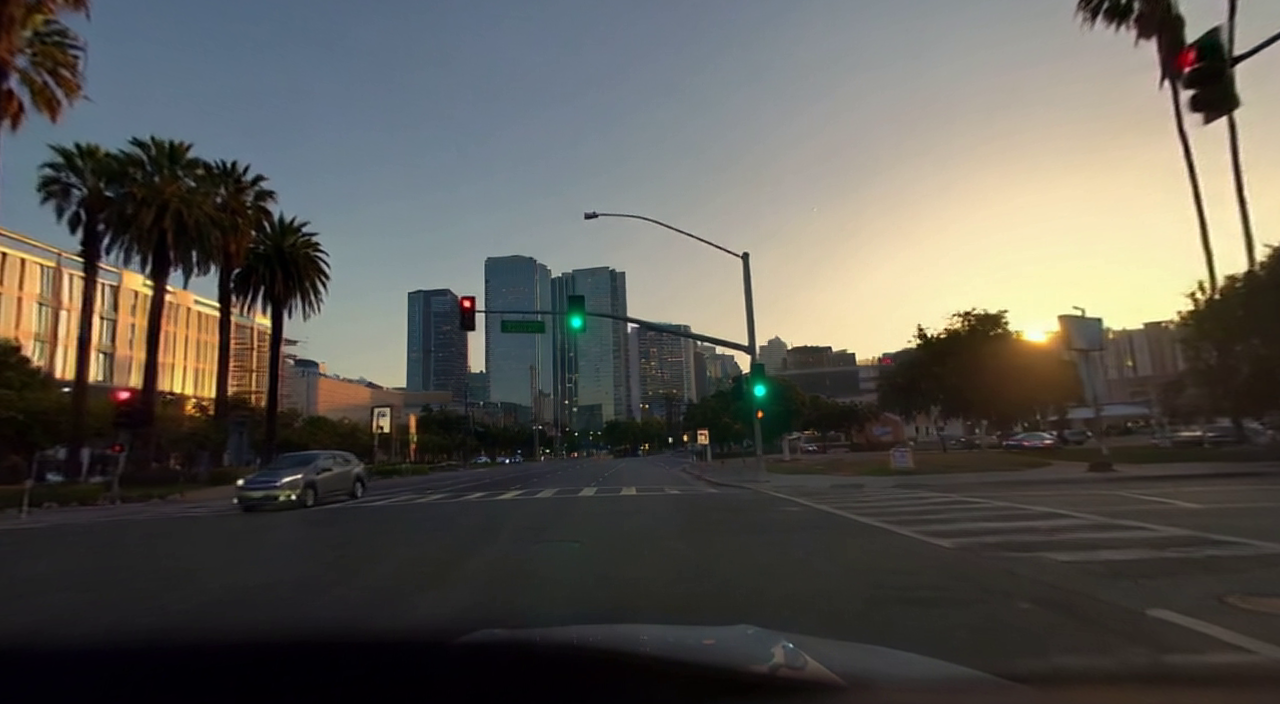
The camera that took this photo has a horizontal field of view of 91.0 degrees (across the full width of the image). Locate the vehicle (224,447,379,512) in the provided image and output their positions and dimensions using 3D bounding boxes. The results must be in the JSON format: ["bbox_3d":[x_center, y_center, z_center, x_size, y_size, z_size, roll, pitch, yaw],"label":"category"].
[{"bbox_3d":[-10.727,4.017,20.504,2.270,1.833,4.860,0,-9,1],"label":"vehicle"}]
